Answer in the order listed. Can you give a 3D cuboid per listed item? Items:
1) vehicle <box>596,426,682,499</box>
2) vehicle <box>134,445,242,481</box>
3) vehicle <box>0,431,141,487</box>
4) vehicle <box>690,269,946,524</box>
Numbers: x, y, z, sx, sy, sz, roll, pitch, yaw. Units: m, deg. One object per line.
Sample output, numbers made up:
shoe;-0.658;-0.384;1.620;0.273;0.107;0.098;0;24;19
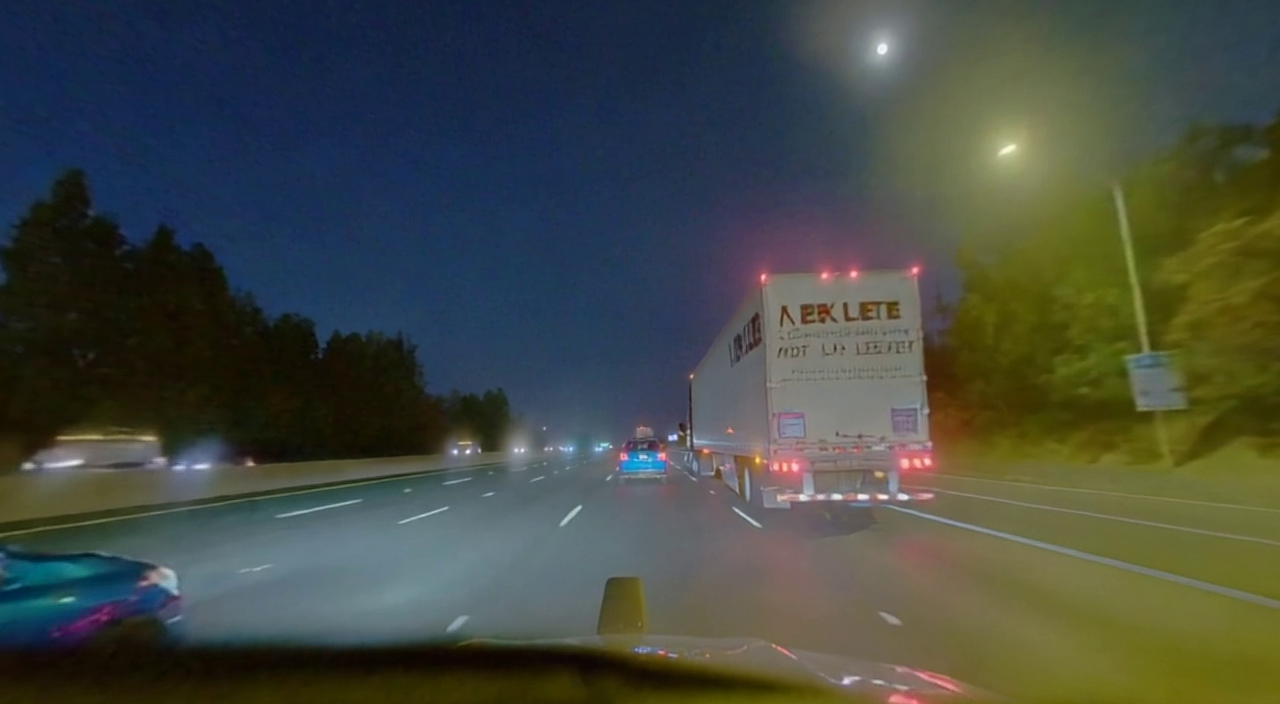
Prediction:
vehicle;-0.036;2.952;17.118;2.054;1.706;4.201;0;-8;0
vehicle;-22.519;5.515;31.520;1.917;1.620;4.634;0;-8;1
vehicle;-29.330;5.419;32.166;2.372;2.570;6.001;0;-8;1
vehicle;3.451;1.827;18.015;2.909;4.135;15.820;0;-8;1
